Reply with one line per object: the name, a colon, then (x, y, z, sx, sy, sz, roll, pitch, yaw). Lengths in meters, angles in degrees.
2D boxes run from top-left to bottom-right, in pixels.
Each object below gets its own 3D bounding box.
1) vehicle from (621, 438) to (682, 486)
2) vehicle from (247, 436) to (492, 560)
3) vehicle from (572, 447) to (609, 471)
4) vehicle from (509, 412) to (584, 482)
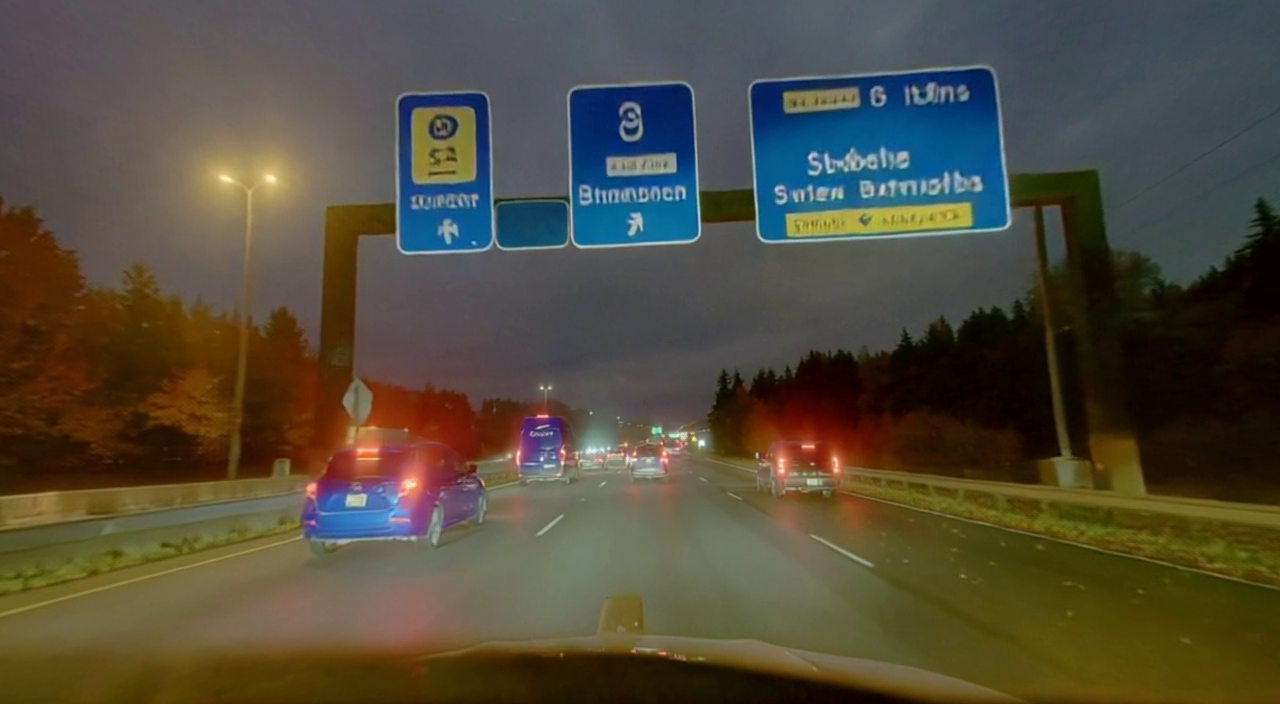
vehicle: (0.439, 4.284, 24.652, 2.195, 1.679, 4.070, 0, -9, 1)
vehicle: (-3.759, 2.086, 9.658, 1.977, 1.485, 3.973, 0, -9, 0)
vehicle: (-3.252, 7.103, 41.843, 2.015, 1.496, 4.312, -1, -9, 1)
vehicle: (-3.908, 4.120, 27.323, 2.275, 2.692, 5.810, 0, -9, 1)
